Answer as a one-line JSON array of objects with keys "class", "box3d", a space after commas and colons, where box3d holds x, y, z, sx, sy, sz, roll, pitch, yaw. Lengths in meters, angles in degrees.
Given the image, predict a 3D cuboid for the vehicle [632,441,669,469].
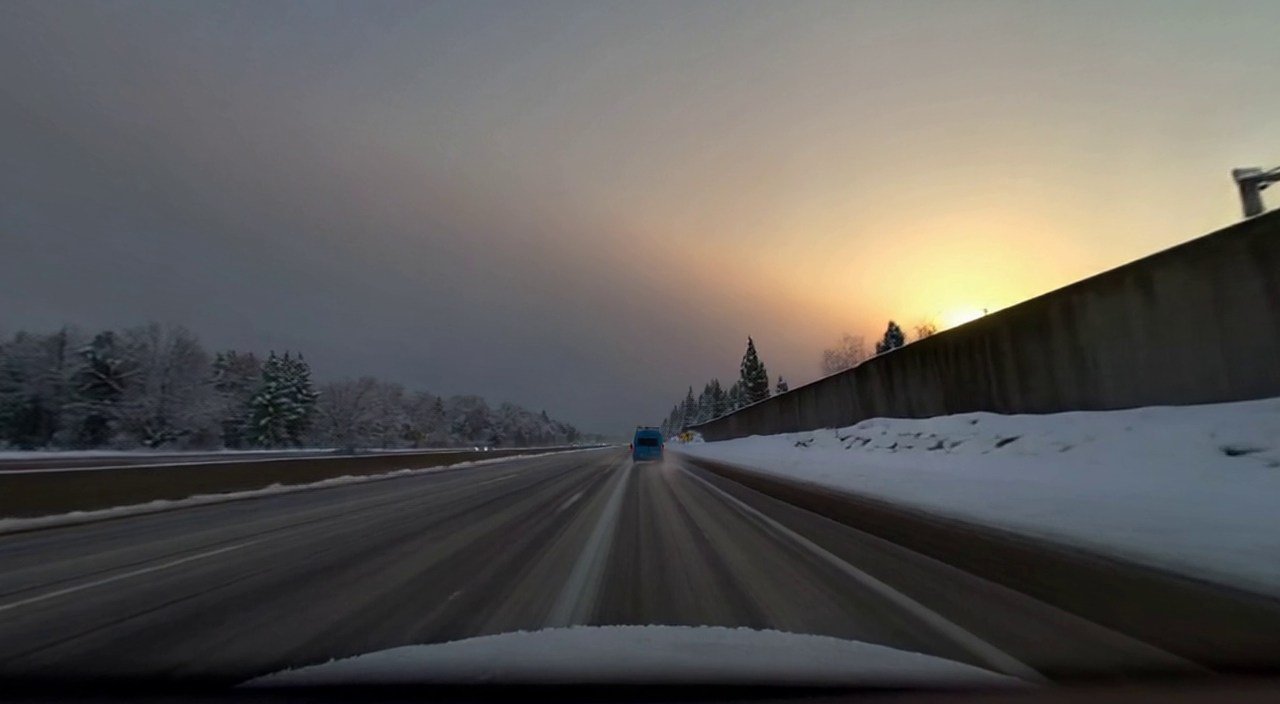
[{"class": "vehicle", "box3d": [0.573, 5.725, 35.239, 1.997, 1.484, 3.409, 0, -8, 0]}]
